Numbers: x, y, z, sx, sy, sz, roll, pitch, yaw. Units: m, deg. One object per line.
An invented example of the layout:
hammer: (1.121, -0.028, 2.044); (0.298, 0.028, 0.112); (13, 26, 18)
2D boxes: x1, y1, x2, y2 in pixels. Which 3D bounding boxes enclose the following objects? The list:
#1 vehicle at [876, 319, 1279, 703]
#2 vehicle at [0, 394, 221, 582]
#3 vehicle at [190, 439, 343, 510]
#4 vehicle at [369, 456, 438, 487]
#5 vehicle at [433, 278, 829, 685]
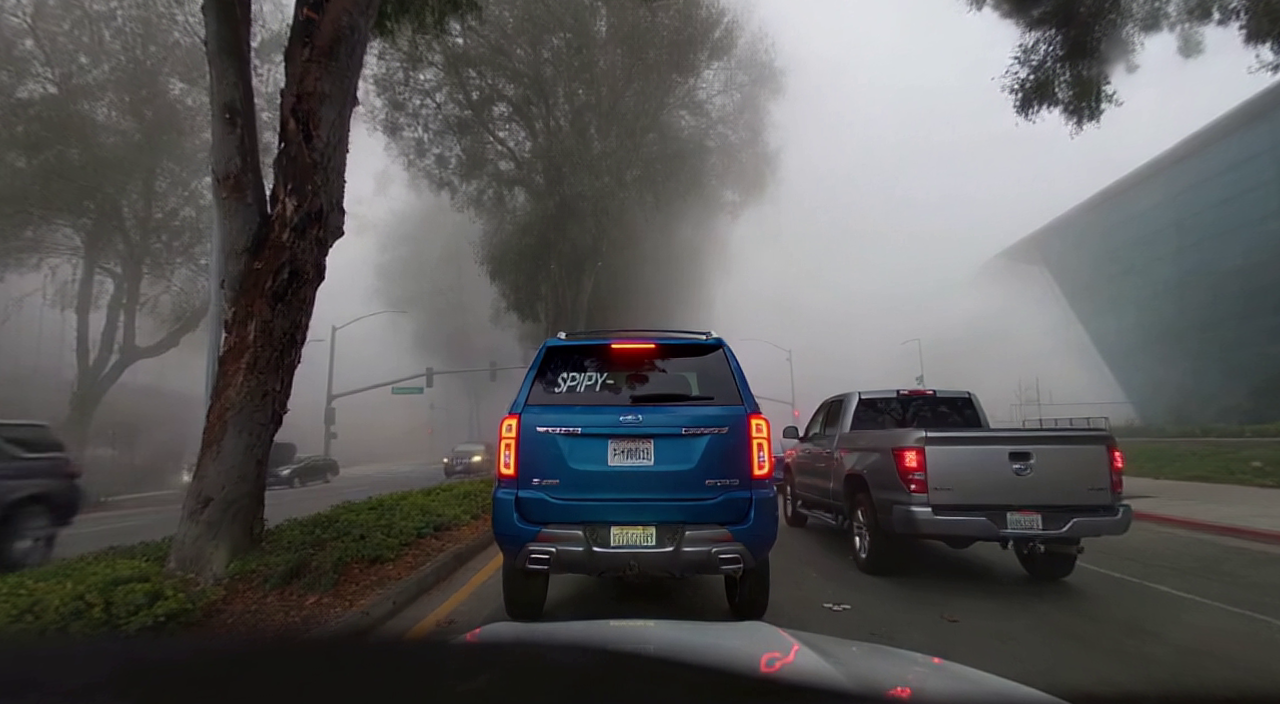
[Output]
vehicle: (3.077, 0.987, 3.482); (2.022, 1.700, 4.410); (0, -8, 3)
vehicle: (-9.004, 1.694, 7.424); (2.873, 2.199, 8.099); (-4, -8, -2)
vehicle: (-15.983, 5.214, 27.667); (2.741, 2.730, 6.221); (0, -8, 1)
vehicle: (-15.425, 7.792, 41.502); (2.214, 1.815, 5.613); (0, -8, 2)
vehicle: (0.008, 1.041, 5.937); (2.267, 2.372, 4.366); (0, -8, 2)
